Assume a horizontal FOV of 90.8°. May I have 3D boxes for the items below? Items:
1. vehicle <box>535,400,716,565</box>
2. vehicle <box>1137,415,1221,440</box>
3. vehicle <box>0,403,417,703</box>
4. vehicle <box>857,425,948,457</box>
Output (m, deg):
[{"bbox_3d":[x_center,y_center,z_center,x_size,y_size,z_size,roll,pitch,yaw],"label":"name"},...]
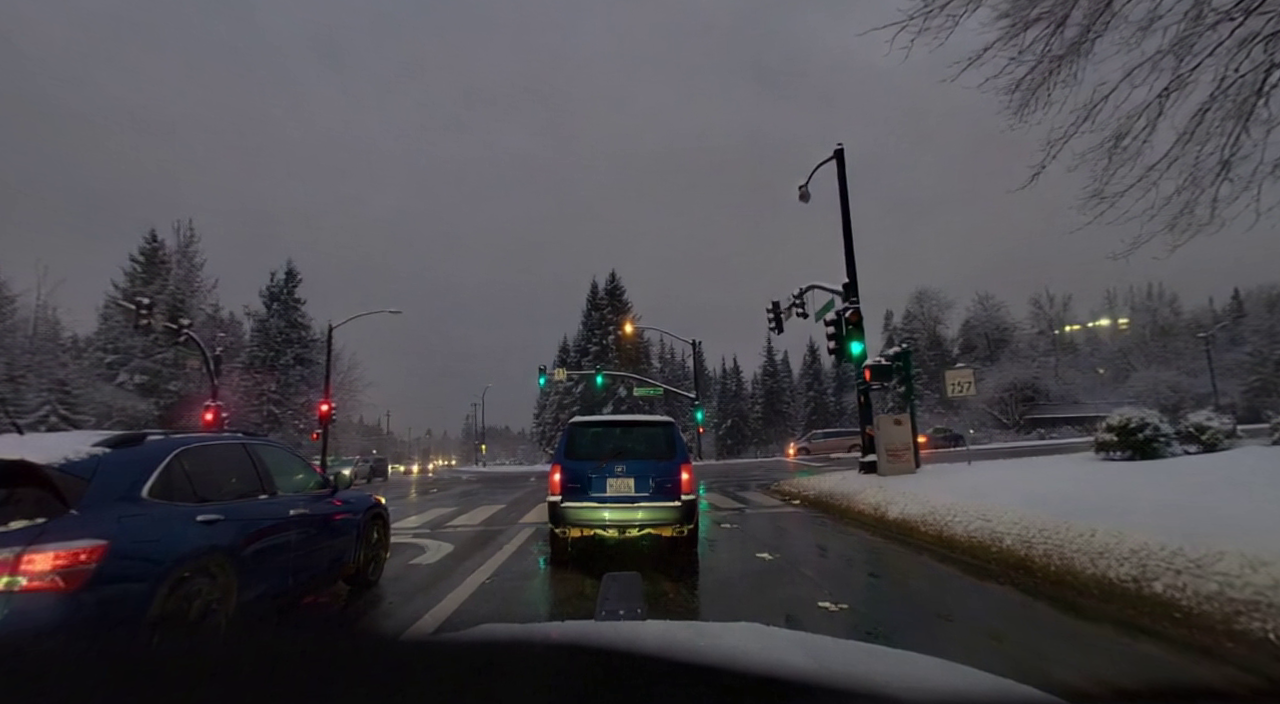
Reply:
[{"bbox_3d":[-0.166,1.806,9.415,2.059,1.877,4.249,0,-8,0],"label":"vehicle"},{"bbox_3d":[33.932,4.806,39.799,4.509,1.487,1.915,3,-9,-20],"label":"vehicle"},{"bbox_3d":[-3.374,1.278,4.668,2.011,1.527,4.008,0,-8,-1],"label":"vehicle"},{"bbox_3d":[13.343,4.552,32.184,3.830,1.545,2.006,3,-9,-18],"label":"vehicle"}]
